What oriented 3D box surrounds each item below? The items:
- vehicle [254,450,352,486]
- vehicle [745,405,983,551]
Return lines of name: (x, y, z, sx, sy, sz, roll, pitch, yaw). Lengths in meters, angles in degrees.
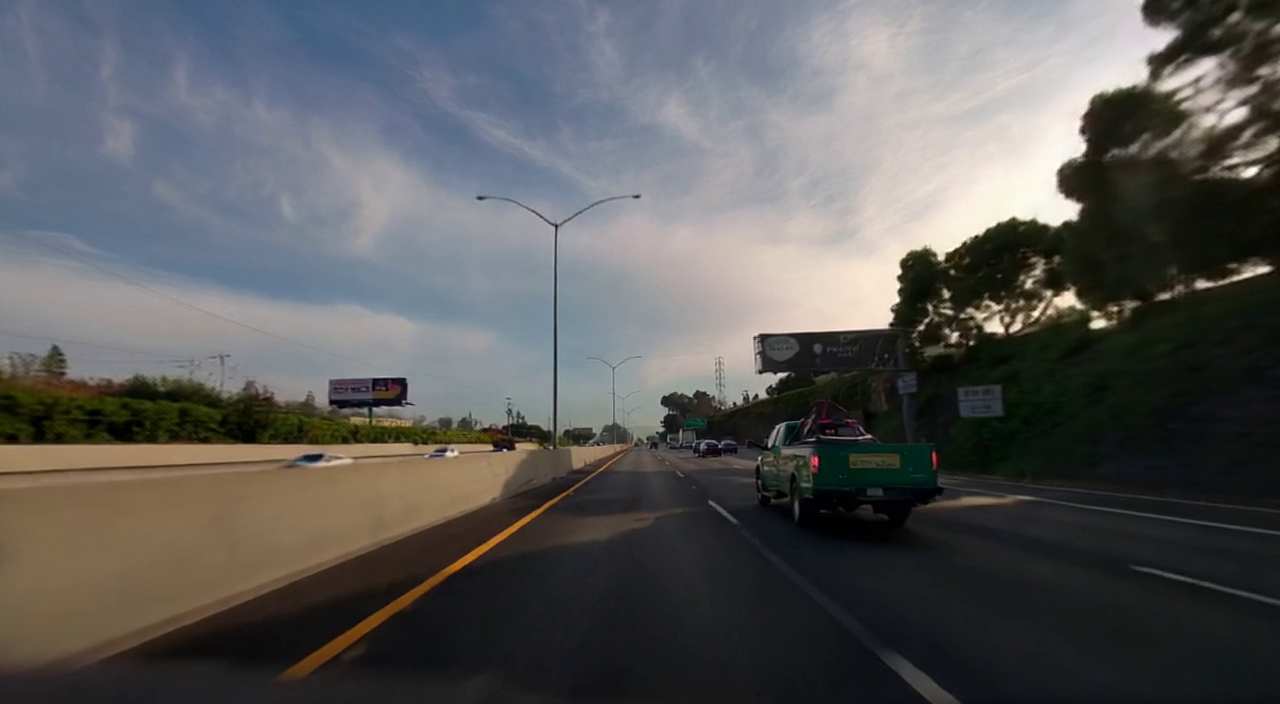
vehicle: (-15.306, 5.263, 29.026, 1.969, 1.469, 4.702, 0, -9, -1)
vehicle: (3.039, 1.832, 9.805, 1.973, 1.710, 4.476, 0, -9, -1)
